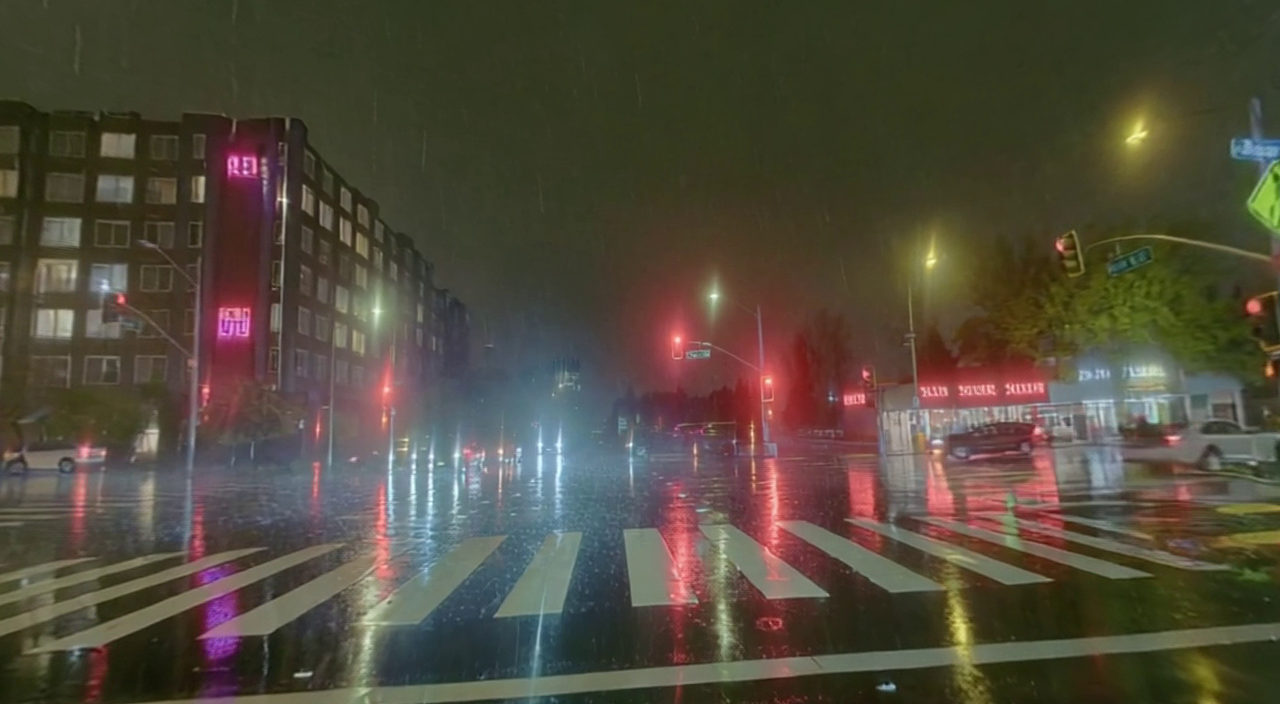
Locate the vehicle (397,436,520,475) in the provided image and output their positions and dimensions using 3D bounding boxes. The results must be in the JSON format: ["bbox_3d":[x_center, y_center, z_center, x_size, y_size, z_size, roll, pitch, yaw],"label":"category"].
[{"bbox_3d":[-7.161,4.135,25.341,4.475,1.458,1.681,1,-9,-7],"label":"vehicle"}]

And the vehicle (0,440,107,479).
[{"bbox_3d":[-31.571,5.642,33.535,2.205,1.903,5.877,1,-9,-10],"label":"vehicle"}]

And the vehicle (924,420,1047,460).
[{"bbox_3d":[15.321,3.918,28.154,4.513,1.682,1.810,1,-9,-8],"label":"vehicle"}]

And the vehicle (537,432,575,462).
[{"bbox_3d":[-5.086,5.804,38.623,1.976,1.683,4.117,0,-8,-4],"label":"vehicle"}]

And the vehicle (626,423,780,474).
[{"bbox_3d":[1.963,3.106,20.430,4.612,1.521,1.811,1,-9,-10],"label":"vehicle"}]

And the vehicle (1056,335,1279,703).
[{"bbox_3d":[3.019,0.603,0.872,1.866,1.654,4.354,0,-8,0],"label":"vehicle"}]
